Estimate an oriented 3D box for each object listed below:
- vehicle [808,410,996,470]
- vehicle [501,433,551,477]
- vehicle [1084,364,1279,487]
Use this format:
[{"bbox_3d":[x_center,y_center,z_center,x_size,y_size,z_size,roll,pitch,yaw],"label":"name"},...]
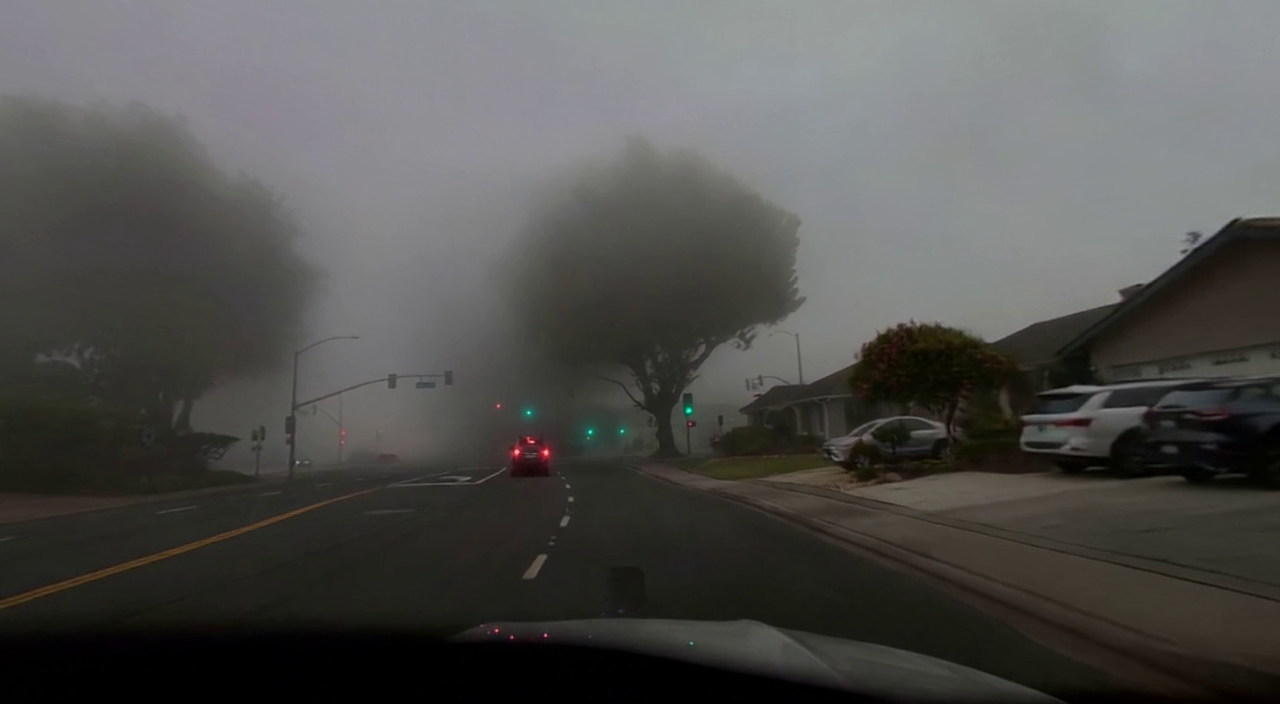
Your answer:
[{"bbox_3d":[7.605,2.598,18.616,4.663,1.618,1.962,1,-9,-7],"label":"vehicle"},{"bbox_3d":[-5.171,4.726,29.282,2.041,1.834,4.679,1,-9,-8],"label":"vehicle"},{"bbox_3d":[9.405,1.109,9.336,4.231,1.592,1.953,0,-9,-4],"label":"vehicle"}]
